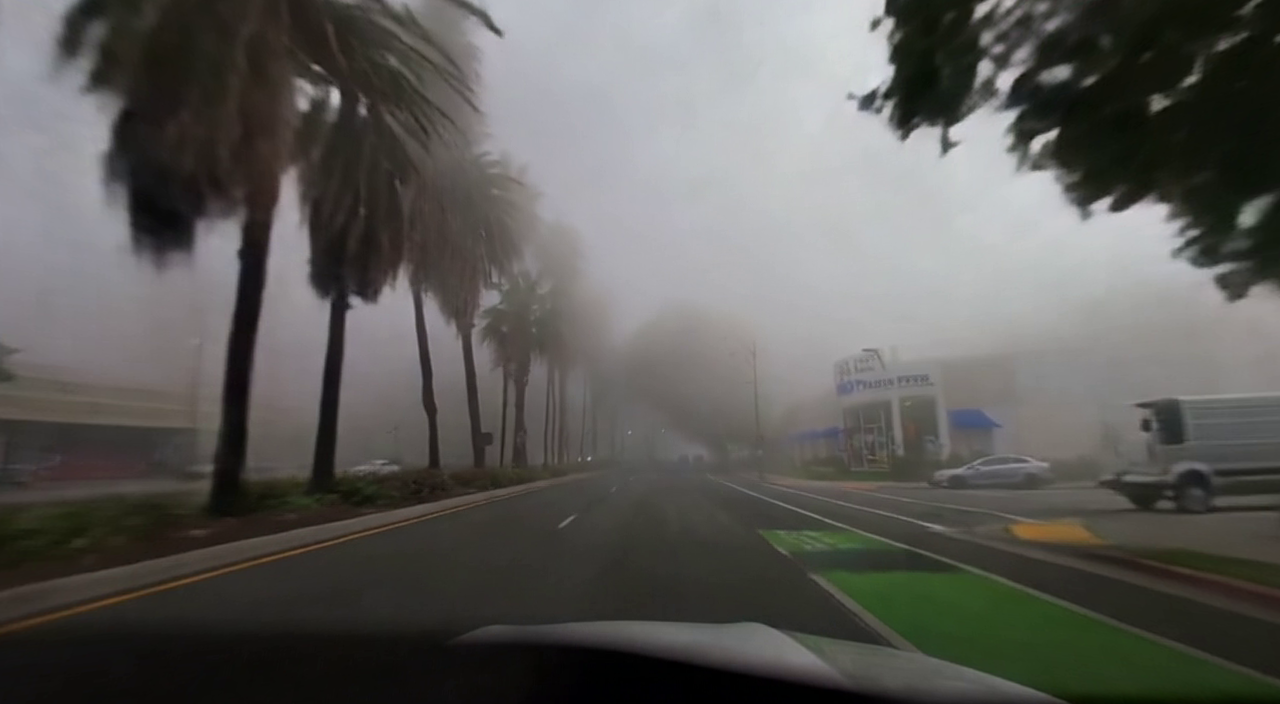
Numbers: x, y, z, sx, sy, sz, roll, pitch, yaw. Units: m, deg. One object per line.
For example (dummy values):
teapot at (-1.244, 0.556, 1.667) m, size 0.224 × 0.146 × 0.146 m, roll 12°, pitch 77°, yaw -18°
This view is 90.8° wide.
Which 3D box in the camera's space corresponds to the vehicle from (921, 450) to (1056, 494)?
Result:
vehicle at (14.350, 4.986, 26.378) m, size 4.601 × 1.696 × 1.977 m, roll -3°, pitch -11°, yaw 20°

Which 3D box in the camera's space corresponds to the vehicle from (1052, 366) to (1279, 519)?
vehicle at (14.387, 2.169, 14.847) m, size 7.635 × 3.131 × 2.691 m, roll 1°, pitch -10°, yaw -6°

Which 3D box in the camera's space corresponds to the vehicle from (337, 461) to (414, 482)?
vehicle at (-20.451, 9.243, 48.938) m, size 5.136 × 1.515 × 1.964 m, roll 7°, pitch -12°, yaw -35°

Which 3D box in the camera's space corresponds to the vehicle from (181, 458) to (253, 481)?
vehicle at (-32.970, 9.147, 49.321) m, size 4.171 × 1.682 × 1.981 m, roll 0°, pitch -10°, yaw 3°
